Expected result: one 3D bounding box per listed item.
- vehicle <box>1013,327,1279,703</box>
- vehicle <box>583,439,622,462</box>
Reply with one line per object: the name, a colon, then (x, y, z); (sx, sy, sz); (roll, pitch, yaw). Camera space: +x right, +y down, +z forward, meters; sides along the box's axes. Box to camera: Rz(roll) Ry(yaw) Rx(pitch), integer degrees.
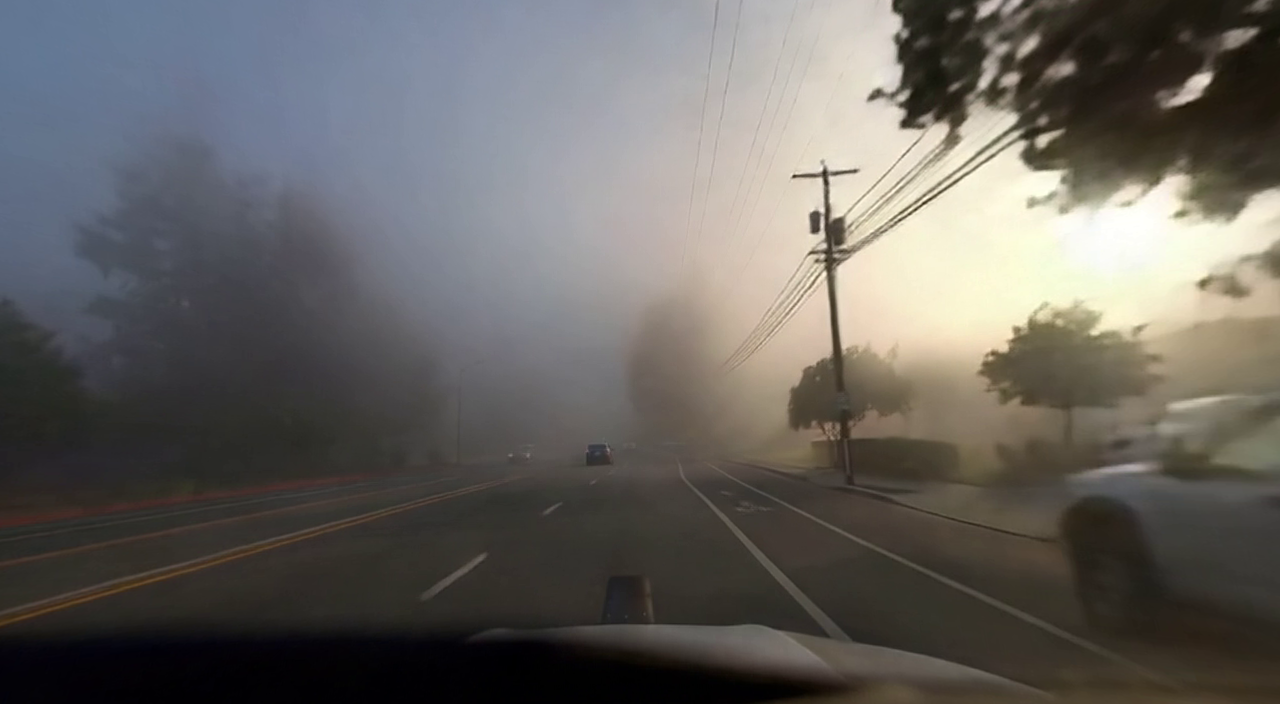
vehicle: (4.316, 0.728, 2.426); (2.336, 1.885, 5.298); (0, -8, -2)
vehicle: (-2.476, 6.576, 42.230); (2.084, 1.466, 4.522); (-1, -8, 3)
